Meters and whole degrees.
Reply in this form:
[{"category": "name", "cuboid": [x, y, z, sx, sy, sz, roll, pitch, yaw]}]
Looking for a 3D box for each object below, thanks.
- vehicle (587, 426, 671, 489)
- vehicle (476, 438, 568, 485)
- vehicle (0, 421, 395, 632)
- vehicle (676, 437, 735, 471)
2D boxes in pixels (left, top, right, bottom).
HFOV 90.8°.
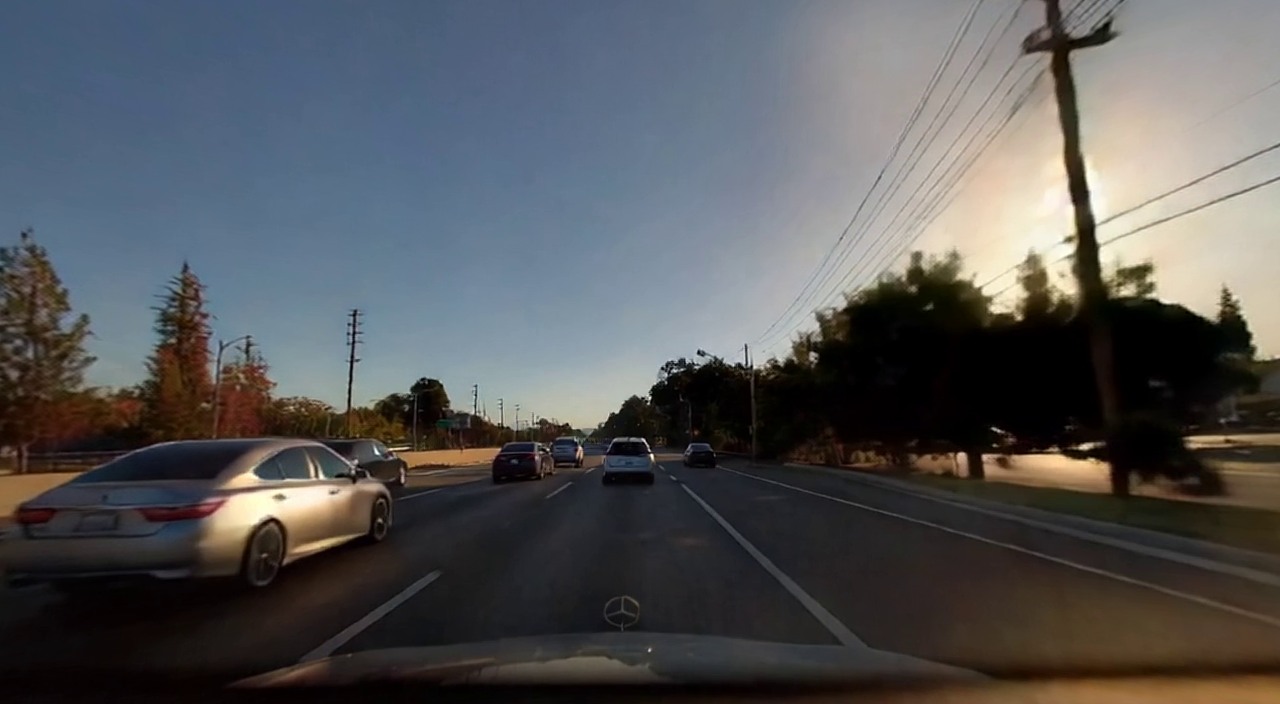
[{"category": "vehicle", "cuboid": [-0.311, 3.195, 19.351, 2.284, 1.699, 4.168, 0, -8, -1]}, {"category": "vehicle", "cuboid": [-3.868, 3.690, 21.646, 2.203, 1.425, 4.610, 0, -8, 1]}, {"category": "vehicle", "cuboid": [-4.312, 1.538, 6.665, 1.958, 1.447, 4.454, 1, -8, -5]}, {"category": "vehicle", "cuboid": [2.971, 4.747, 29.649, 2.197, 1.464, 4.356, 0, -8, -2]}]
